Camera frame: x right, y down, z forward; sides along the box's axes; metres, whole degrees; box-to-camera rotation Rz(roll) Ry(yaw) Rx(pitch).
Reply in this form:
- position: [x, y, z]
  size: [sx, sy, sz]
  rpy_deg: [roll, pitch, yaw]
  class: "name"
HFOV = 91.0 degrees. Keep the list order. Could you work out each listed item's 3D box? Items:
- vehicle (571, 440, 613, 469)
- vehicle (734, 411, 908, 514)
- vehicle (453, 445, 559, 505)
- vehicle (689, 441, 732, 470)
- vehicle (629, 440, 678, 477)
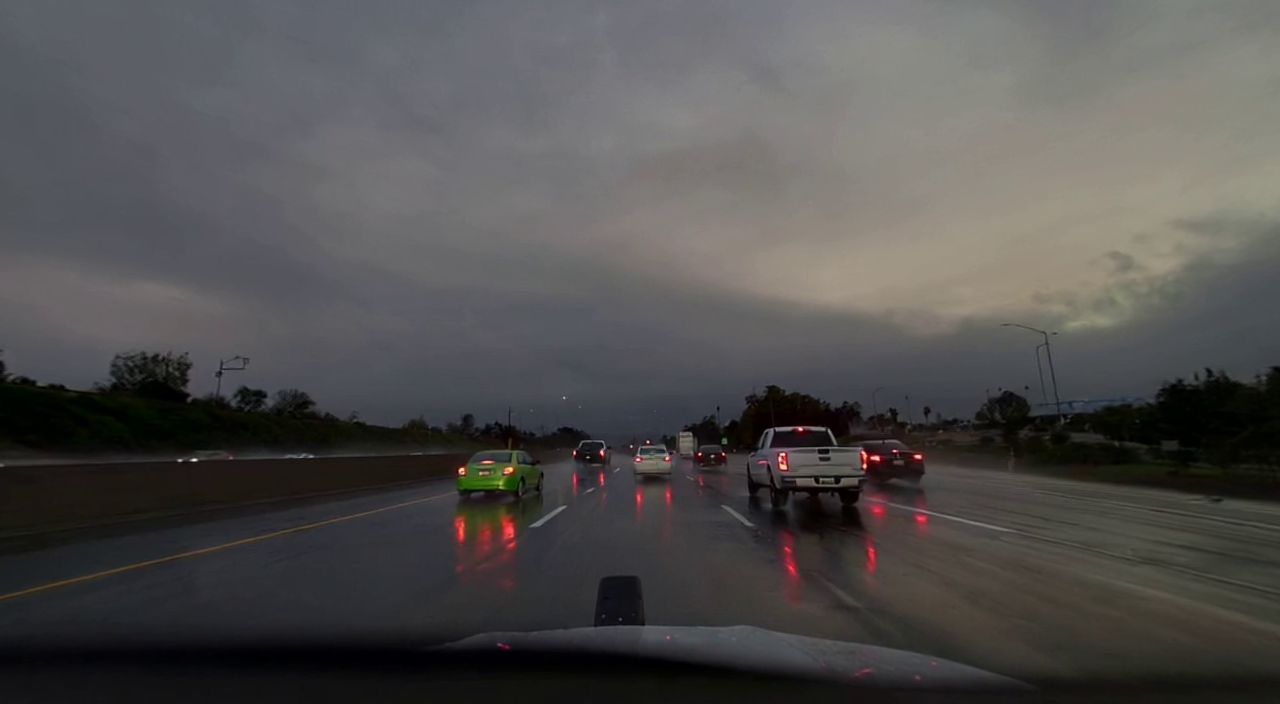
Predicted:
- position: [-3.041, 6.629, 40.892]
  size: [2.176, 1.783, 4.799]
  rpy_deg: [0, -9, 1]
  class: "vehicle"
- position: [3.859, 2.514, 14.776]
  size: [2.340, 1.925, 5.529]
  rpy_deg: [1, -9, -1]
  class: "vehicle"
- position: [-3.529, 3.326, 17.480]
  size: [1.947, 1.424, 4.264]
  rpy_deg: [0, -9, 1]
  class: "vehicle"
- position: [4.307, 6.386, 39.073]
  size: [2.145, 1.636, 4.437]
  rpy_deg: [0, -9, 0]
  class: "vehicle"
- position: [0.622, 4.939, 29.472]
  size: [2.147, 1.572, 4.094]
  rpy_deg: [0, -9, 1]
  class: "vehicle"
